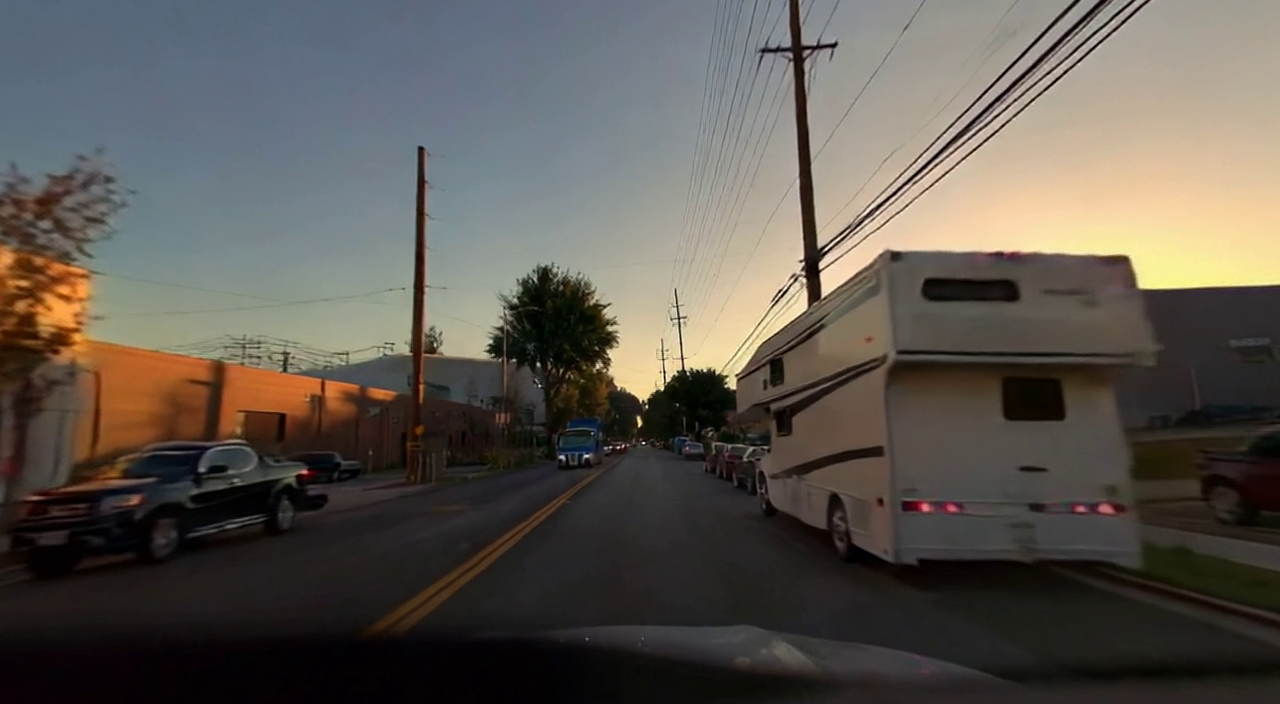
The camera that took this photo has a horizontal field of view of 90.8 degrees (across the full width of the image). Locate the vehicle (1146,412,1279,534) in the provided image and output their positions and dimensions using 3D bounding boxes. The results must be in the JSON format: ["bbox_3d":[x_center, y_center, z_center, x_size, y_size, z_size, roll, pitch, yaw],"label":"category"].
[{"bbox_3d":[9.839,1.652,8.743,2.039,1.662,4.304,-2,-9,0],"label":"vehicle"}]

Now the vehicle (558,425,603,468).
[{"bbox_3d":[-3.734,6.120,40.992,2.280,2.522,6.402,0,-9,0],"label":"vehicle"}]

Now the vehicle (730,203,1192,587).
[{"bbox_3d":[3.836,1.055,10.497,3.029,3.860,7.726,-5,-11,-2],"label":"vehicle"}]

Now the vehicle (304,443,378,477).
[{"bbox_3d":[-15.241,5.507,32.413,1.925,1.592,3.814,0,-9,-1],"label":"vehicle"}]

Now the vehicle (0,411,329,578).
[{"bbox_3d":[-7.872,2.319,11.096,2.177,2.075,5.427,-4,-9,-1],"label":"vehicle"}]

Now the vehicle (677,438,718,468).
[{"bbox_3d":[3.806,6.763,42.414,2.112,1.848,4.913,0,-9,-2],"label":"vehicle"}]
